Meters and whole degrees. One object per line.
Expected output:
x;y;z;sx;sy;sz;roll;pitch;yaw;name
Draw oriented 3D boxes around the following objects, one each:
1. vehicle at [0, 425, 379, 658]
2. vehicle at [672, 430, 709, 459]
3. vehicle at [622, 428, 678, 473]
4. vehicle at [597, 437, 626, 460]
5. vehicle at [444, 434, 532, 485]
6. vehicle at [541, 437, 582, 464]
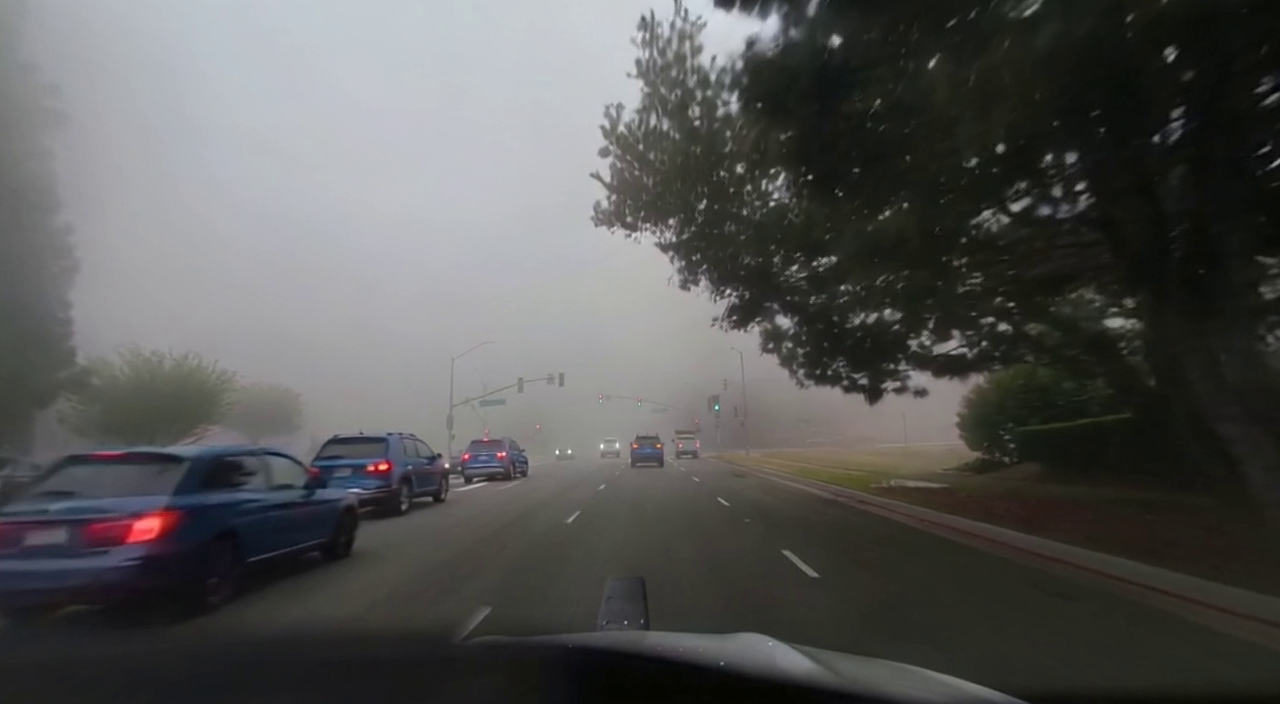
-4.370;1.541;6.332;2.043;1.464;4.571;1;-8;-7;vehicle
3.765;7.063;48.165;2.338;2.063;5.672;0;-8;-1;vehicle
0.428;4.292;27.610;2.235;1.778;4.178;-1;-8;1;vehicle
-2.180;7.477;49.093;2.058;1.659;4.514;0;-8;0;vehicle
-5.393;3.872;23.029;2.052;1.664;4.476;-1;-8;0;vehicle
-5.176;6.577;42.090;2.108;1.689;4.316;-1;-8;1;vehicle
